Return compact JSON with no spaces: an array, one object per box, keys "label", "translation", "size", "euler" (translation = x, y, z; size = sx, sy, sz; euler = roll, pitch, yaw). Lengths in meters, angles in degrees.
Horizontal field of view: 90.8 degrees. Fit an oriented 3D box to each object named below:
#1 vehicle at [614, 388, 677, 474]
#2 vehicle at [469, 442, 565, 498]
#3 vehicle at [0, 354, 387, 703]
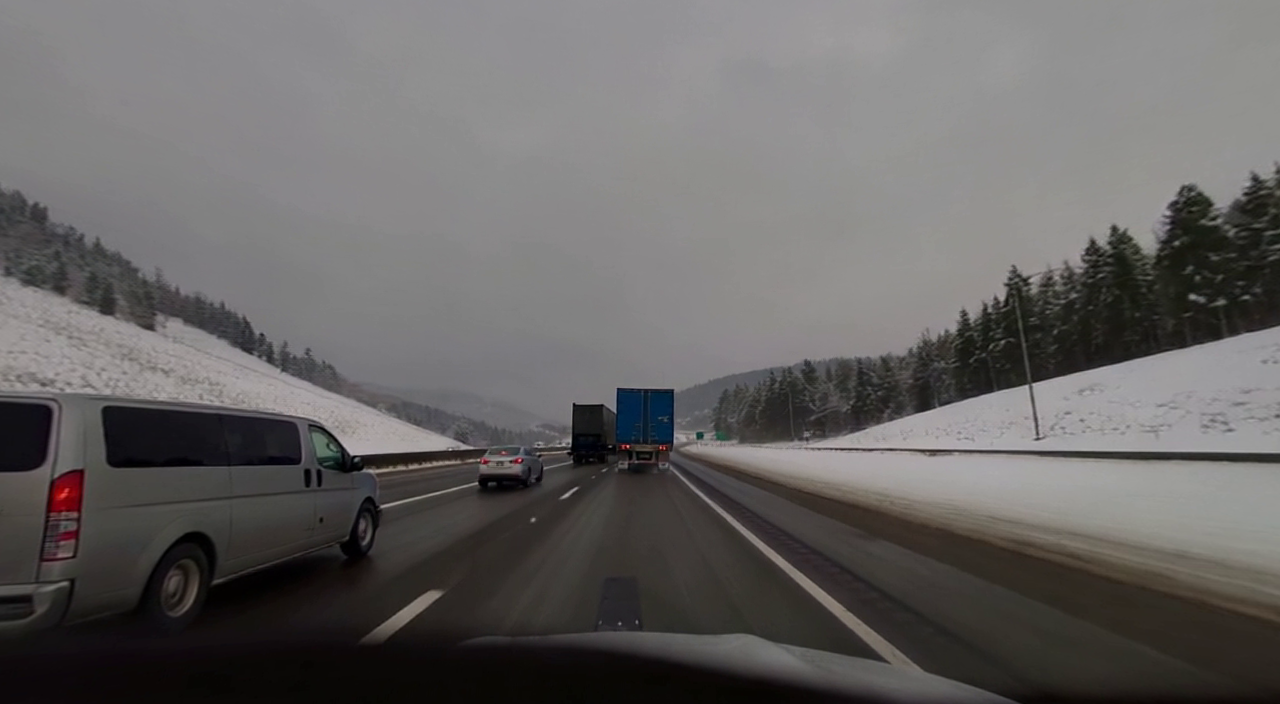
[{"label":"vehicle","translation":[0.391,4.496,35.039],"size":[2.913,3.988,10.874],"euler":[0,-8,1]},{"label":"vehicle","translation":[-3.513,3.425,18.808],"size":[1.950,1.446,4.224],"euler":[0,-8,1]},{"label":"vehicle","translation":[-4.146,1.196,5.017],"size":[2.136,1.779,4.875],"euler":[0,-8,1]}]
